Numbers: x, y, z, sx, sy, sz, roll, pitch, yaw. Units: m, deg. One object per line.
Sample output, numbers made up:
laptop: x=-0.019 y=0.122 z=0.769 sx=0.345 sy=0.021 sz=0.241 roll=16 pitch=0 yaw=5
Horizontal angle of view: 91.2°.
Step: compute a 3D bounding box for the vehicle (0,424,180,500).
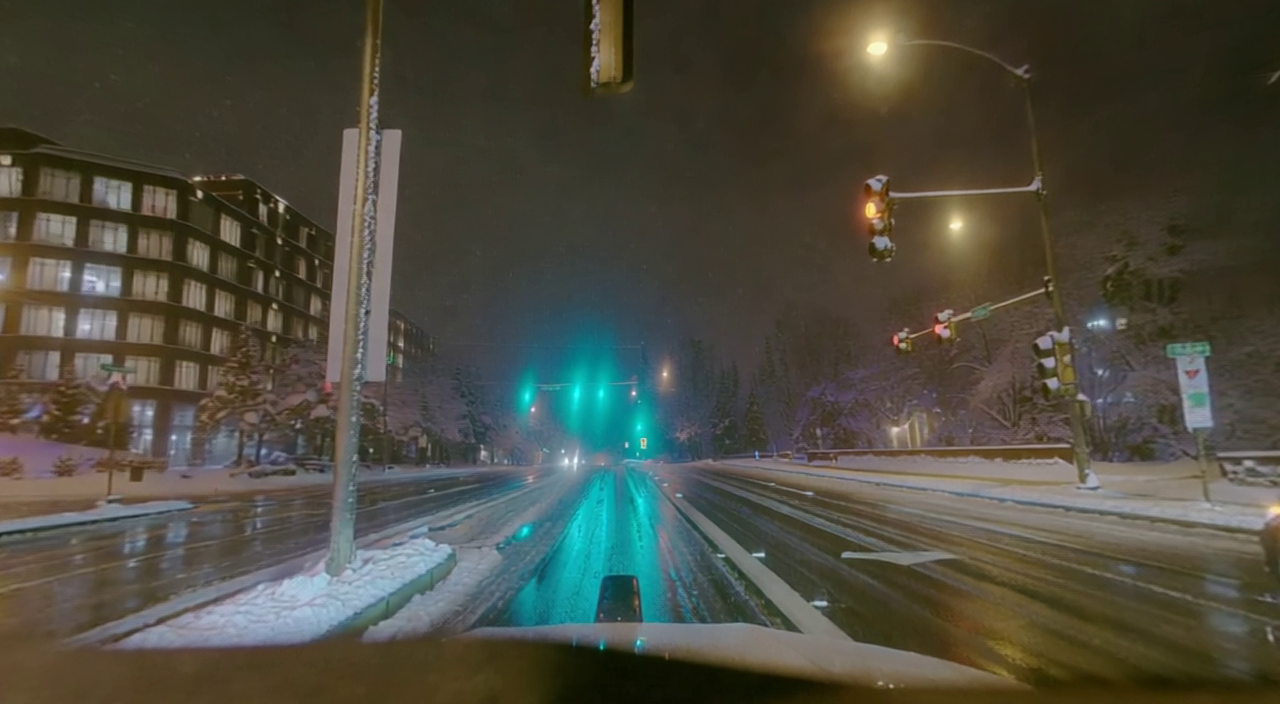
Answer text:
vehicle: x=-24.975 y=4.822 z=27.578 sx=7.088 sy=3.096 sz=2.678 roll=0 pitch=-9 yaw=-2
